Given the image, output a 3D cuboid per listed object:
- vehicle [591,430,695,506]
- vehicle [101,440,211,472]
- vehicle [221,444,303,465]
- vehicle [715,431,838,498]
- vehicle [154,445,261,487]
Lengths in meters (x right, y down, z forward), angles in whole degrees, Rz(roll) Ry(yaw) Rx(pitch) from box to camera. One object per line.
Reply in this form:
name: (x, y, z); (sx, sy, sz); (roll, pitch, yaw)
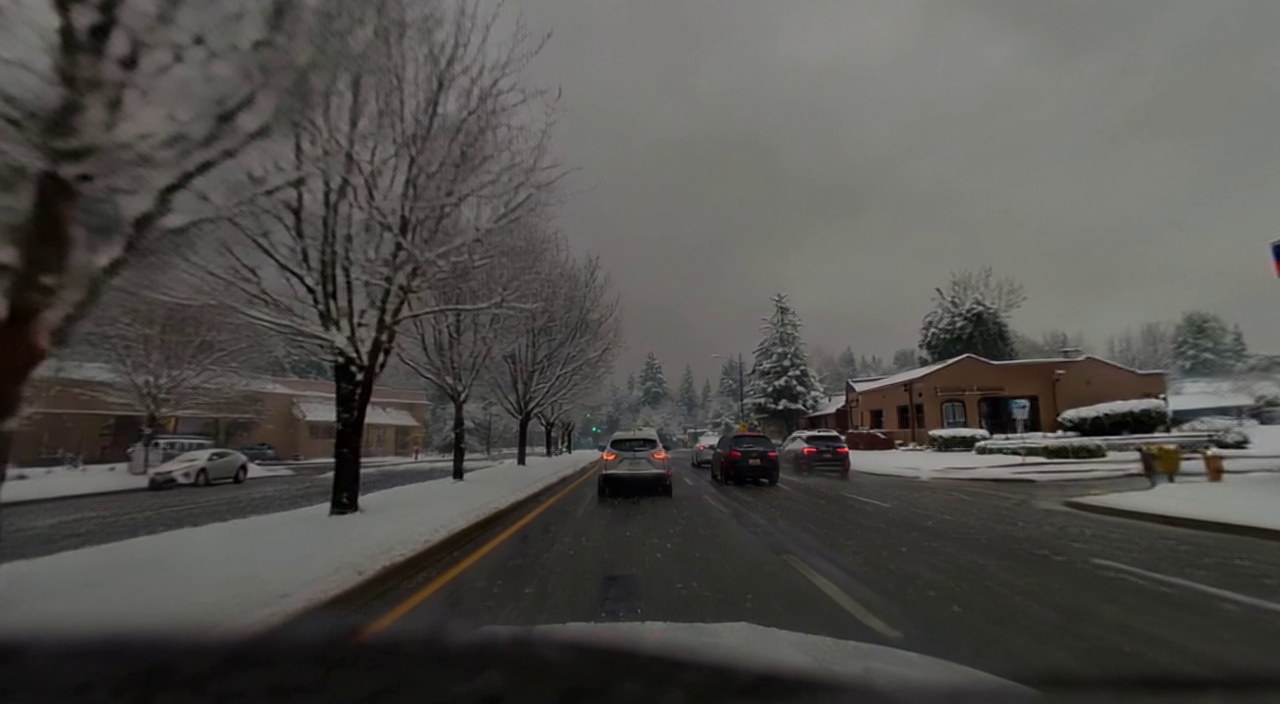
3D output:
vehicle: (0.067, 2.587, 14.441); (2.052, 1.488, 3.779); (0, -8, 0)
vehicle: (-28.062, 6.051, 36.730); (4.699, 1.775, 2.007); (0, -8, 1)
vehicle: (-28.152, 7.662, 47.198); (4.736, 1.491, 2.042); (0, -8, -2)
vehicle: (3.343, 2.877, 16.544); (2.124, 1.476, 4.730); (0, -8, -1)
vehicle: (-19.242, 5.059, 28.350); (1.903, 1.706, 3.994); (0, -8, 0)
